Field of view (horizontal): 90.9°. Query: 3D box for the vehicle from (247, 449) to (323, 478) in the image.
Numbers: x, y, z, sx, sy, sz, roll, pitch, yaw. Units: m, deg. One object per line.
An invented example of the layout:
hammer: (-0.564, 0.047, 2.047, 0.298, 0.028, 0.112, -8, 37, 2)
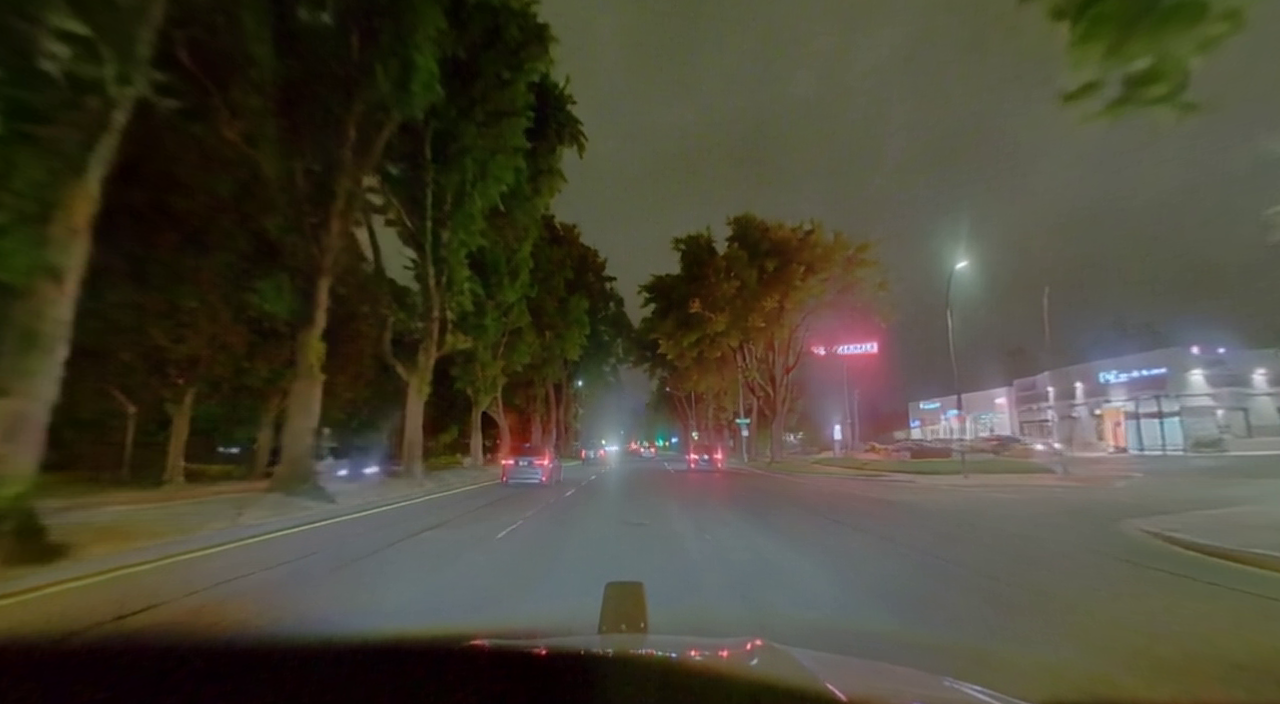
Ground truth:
vehicle: (-22.696, 7.114, 40.557, 2.040, 1.757, 4.730, 0, -8, 1)

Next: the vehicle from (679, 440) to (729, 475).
vehicle: (3.003, 5.064, 30.491, 1.922, 1.579, 3.642, 0, -8, -2)

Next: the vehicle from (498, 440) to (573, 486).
vehicle: (-3.680, 3.991, 23.039, 1.908, 1.481, 4.536, 0, -8, 1)

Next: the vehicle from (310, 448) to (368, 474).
vehicle: (-22.440, 8.108, 47.242, 1.958, 1.780, 4.479, 0, -8, 2)

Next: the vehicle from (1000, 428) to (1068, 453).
vehicle: (26.386, 5.940, 42.356, 1.677, 1.591, 4.298, -1, -8, -1)
